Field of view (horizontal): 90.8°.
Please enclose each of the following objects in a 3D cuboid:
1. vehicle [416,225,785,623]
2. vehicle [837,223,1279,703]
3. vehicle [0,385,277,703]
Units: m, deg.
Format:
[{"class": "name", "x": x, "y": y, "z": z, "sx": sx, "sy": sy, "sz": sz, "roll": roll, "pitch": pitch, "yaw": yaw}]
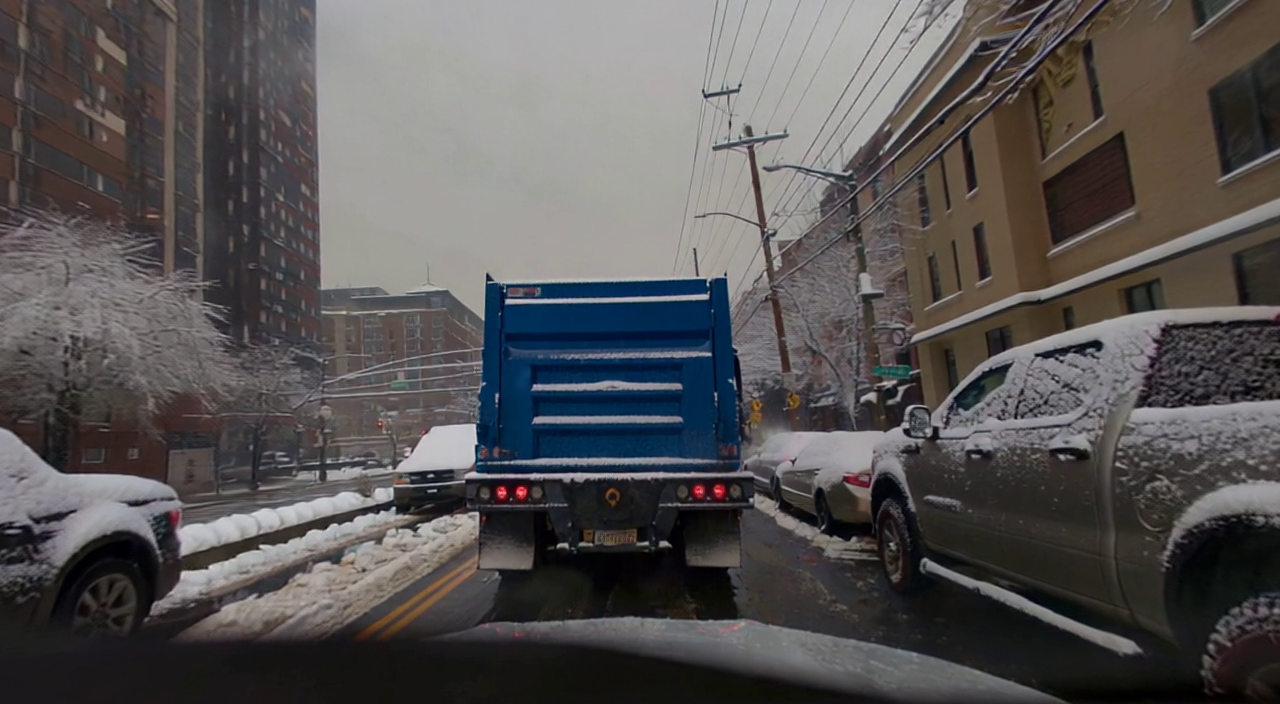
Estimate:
[{"class": "vehicle", "x": -0.219, "y": 1.121, "z": 9.226, "sx": 2.878, "sy": 3.204, "sz": 8.244, "roll": 0, "pitch": -8, "yaw": 1}, {"class": "vehicle", "x": 3.238, "y": 0.846, "z": 3.880, "sx": 2.242, "sy": 1.979, "sz": 5.722, "roll": 0, "pitch": -8, "yaw": 1}, {"class": "vehicle", "x": -4.115, "y": 1.000, "z": 3.059, "sx": 1.988, "sy": 1.657, "sz": 4.492, "roll": 0, "pitch": -8, "yaw": 0}]
